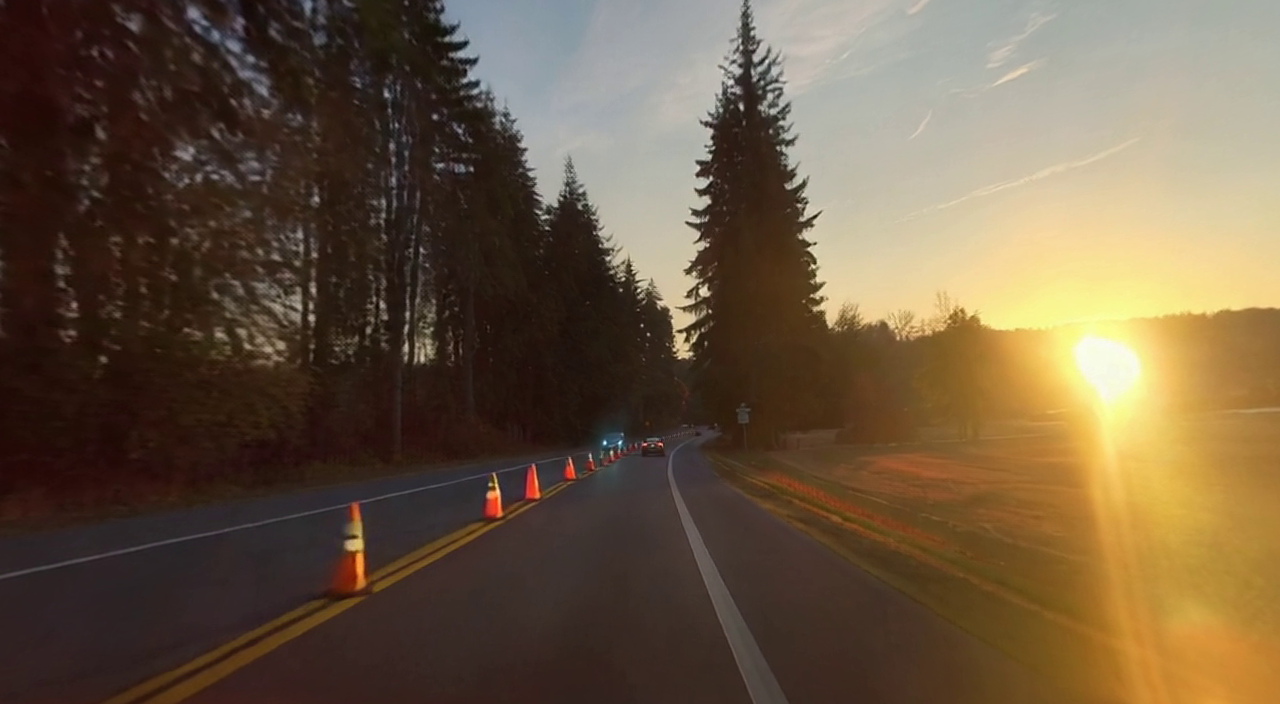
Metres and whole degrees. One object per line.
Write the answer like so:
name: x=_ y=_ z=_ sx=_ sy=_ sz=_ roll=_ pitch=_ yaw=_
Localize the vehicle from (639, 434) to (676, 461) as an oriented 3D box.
vehicle: x=1.089 y=5.592 z=37.066 sx=2.042 sy=1.489 sz=3.963 roll=0 pitch=-8 yaw=3
